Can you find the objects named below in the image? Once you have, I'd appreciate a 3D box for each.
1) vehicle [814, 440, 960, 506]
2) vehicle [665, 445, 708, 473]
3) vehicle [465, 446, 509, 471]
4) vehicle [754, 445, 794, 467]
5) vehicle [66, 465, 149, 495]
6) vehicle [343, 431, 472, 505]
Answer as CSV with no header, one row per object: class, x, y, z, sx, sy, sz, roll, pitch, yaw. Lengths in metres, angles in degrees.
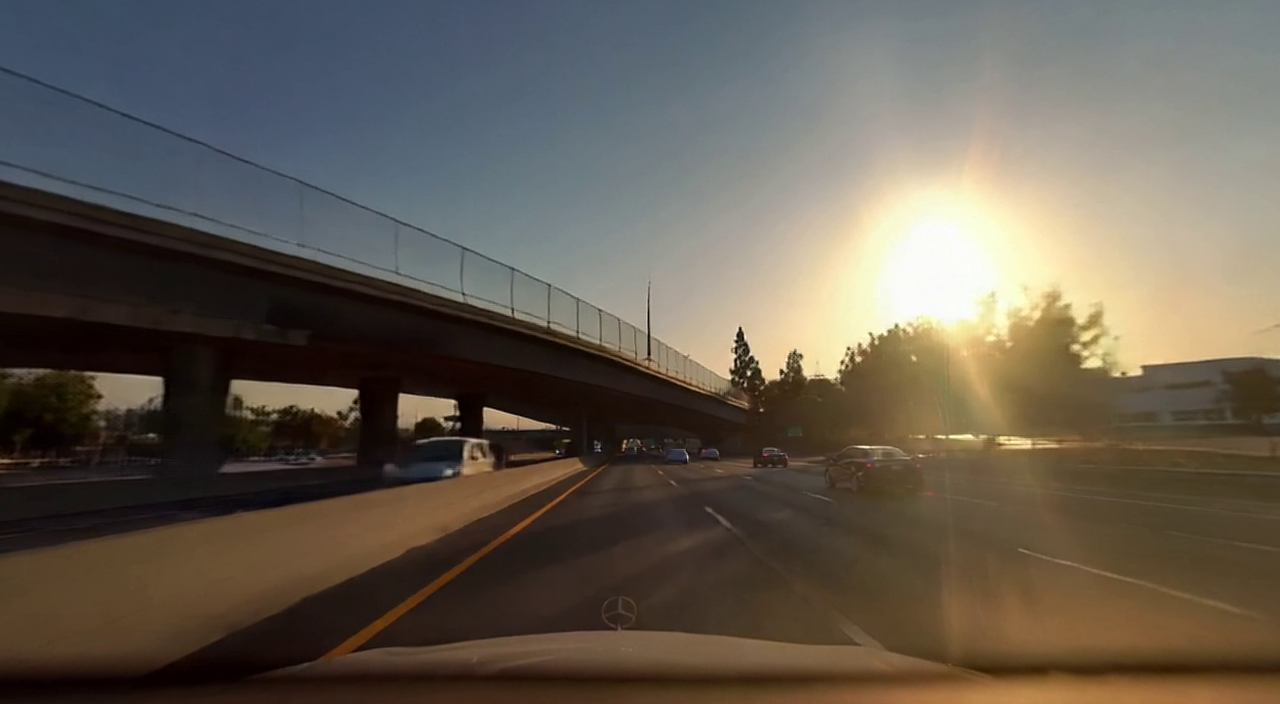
vehicle,6.310,3.117,16.811,1.952,1.489,4.483,0,-8,-2
vehicle,2.648,6.168,36.767,1.993,1.507,4.594,0,-8,-2
vehicle,-10.510,7.310,43.704,1.974,1.641,4.245,0,-8,0
vehicle,9.467,7.366,44.847,1.838,1.440,4.121,0,-8,-1
vehicle,-33.563,8.054,39.998,1.891,1.619,4.576,1,-9,-11
vehicle,-6.695,3.367,18.860,2.086,1.884,4.793,0,-8,-1
